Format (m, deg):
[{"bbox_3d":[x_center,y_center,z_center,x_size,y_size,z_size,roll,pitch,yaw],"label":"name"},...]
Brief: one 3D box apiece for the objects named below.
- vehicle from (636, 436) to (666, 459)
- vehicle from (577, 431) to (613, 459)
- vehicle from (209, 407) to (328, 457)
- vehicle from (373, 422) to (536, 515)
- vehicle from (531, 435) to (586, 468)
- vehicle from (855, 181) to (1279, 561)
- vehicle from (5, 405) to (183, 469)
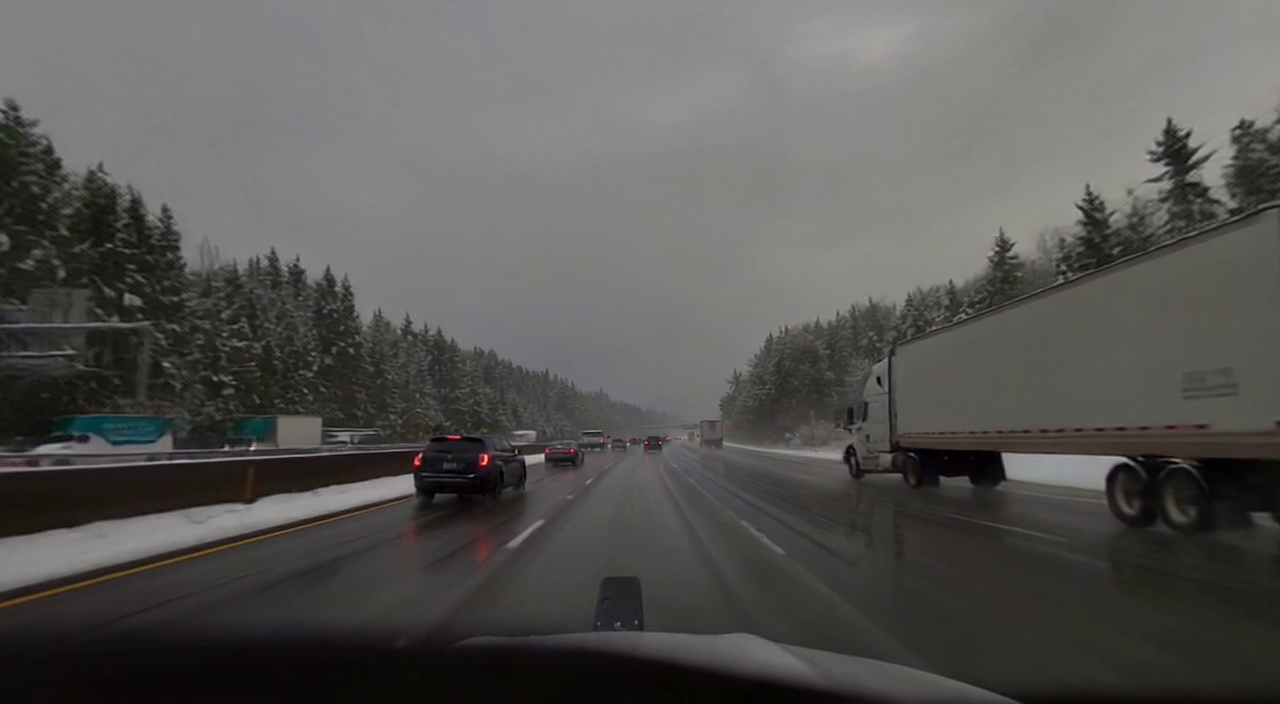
[{"bbox_3d":[0.760,6.633,44.006,2.004,1.465,3.842,0,-8,0],"label":"vehicle"},{"bbox_3d":[-3.014,6.297,42.796,2.064,1.826,4.263,0,-8,1],"label":"vehicle"},{"bbox_3d":[-27.420,6.036,47.254,3.004,3.311,9.145,0,-8,2],"label":"vehicle"},{"bbox_3d":[-3.633,2.348,13.289,2.137,1.618,4.209,0,-8,0],"label":"vehicle"},{"bbox_3d":[-3.836,4.759,30.311,2.013,1.460,4.027,0,-8,1],"label":"vehicle"},{"bbox_3d":[8.296,0.972,12.537,2.866,4.100,14.057,0,-8,-1],"label":"vehicle"},{"bbox_3d":[-31.945,5.085,37.583,2.853,3.353,8.451,0,-8,1],"label":"vehicle"}]
